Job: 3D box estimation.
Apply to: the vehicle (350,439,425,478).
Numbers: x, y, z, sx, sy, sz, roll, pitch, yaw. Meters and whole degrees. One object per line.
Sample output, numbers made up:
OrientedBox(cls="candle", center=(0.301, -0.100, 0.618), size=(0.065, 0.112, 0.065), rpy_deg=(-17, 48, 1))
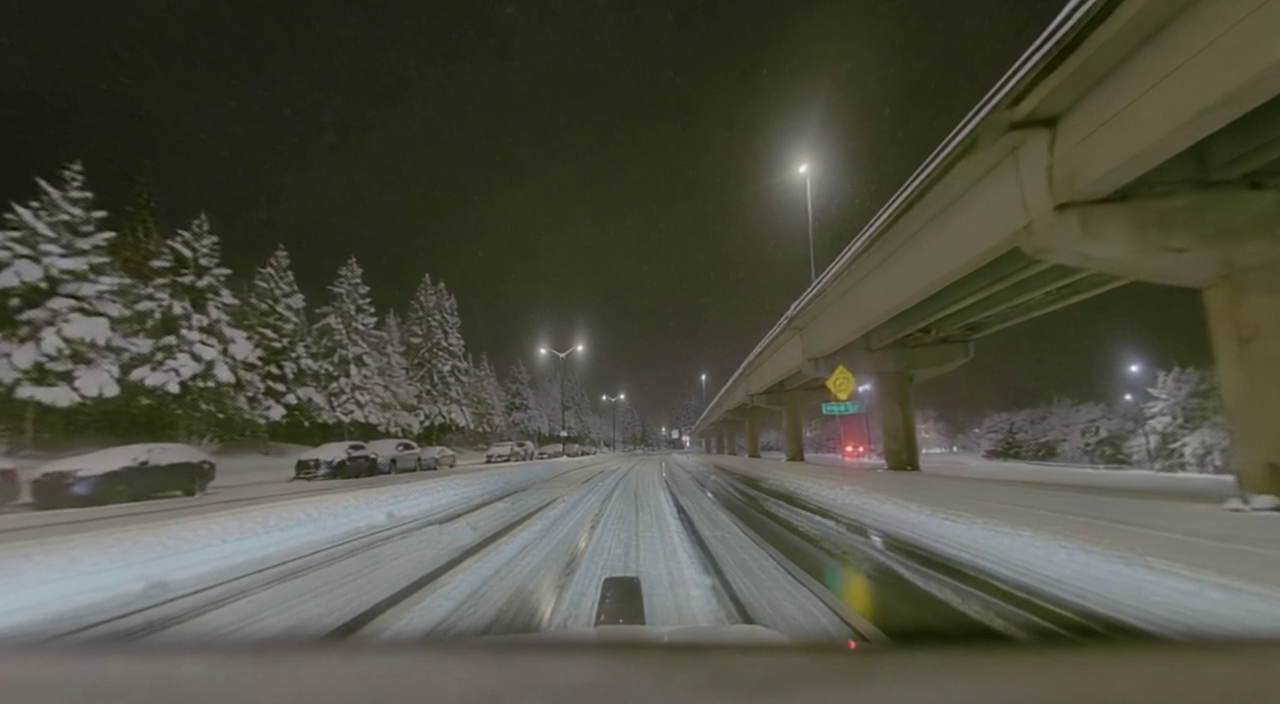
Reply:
OrientedBox(cls="vehicle", center=(-13.256, 5.601, 33.469), size=(1.886, 1.801, 4.337), rpy_deg=(2, -8, 3))

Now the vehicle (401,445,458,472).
OrientedBox(cls="vehicle", center=(-13.078, 6.692, 39.533), size=(1.847, 1.498, 4.368), rpy_deg=(1, -10, 2))

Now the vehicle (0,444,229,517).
OrientedBox(cls="vehicle", center=(-13.743, 3.196, 16.483), size=(2.155, 1.477, 5.369), rpy_deg=(2, -8, 3))

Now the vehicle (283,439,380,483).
OrientedBox(cls="vehicle", center=(-13.209, 4.699, 27.418), size=(1.903, 1.703, 4.346), rpy_deg=(1, -9, 1))
